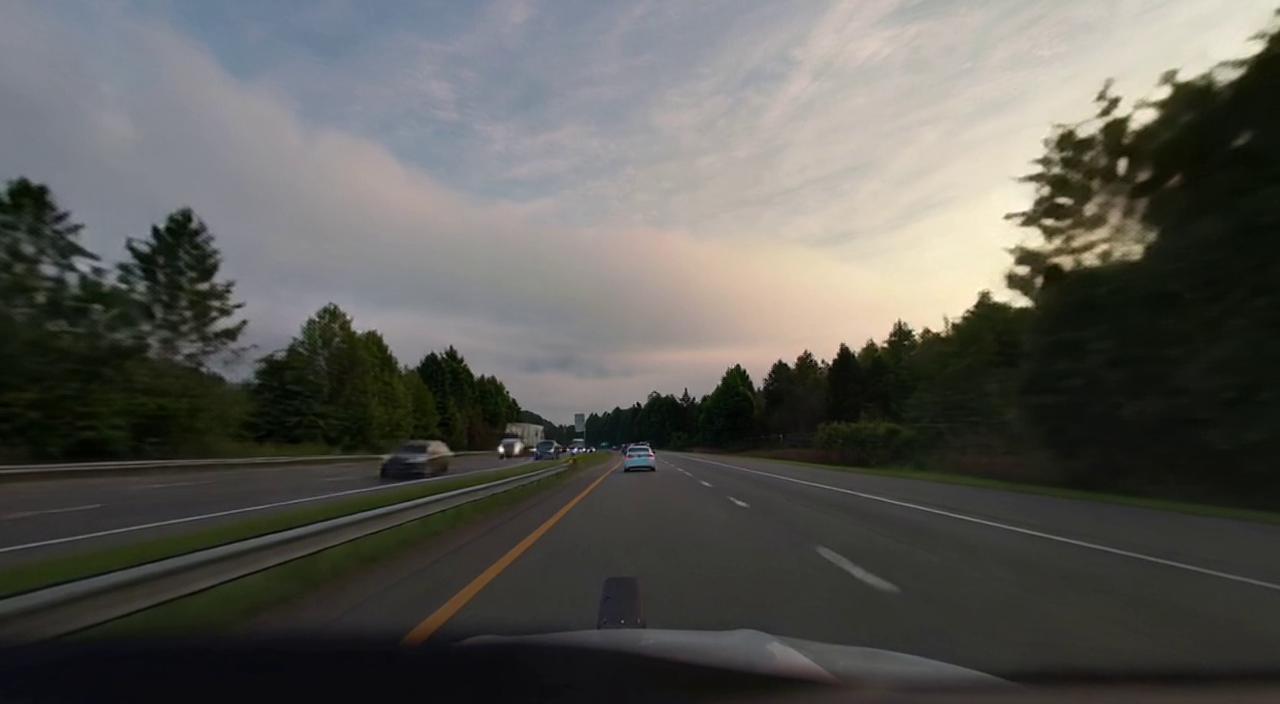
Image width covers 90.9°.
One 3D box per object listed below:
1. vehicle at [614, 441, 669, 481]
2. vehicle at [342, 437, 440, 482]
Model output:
[{"bbox_3d":[0.040,4.498,26.384,2.114,1.523,4.012,0,-8,0],"label":"vehicle"},{"bbox_3d":[-9.034,3.906,23.267,1.854,1.486,4.342,0,-8,0],"label":"vehicle"}]
